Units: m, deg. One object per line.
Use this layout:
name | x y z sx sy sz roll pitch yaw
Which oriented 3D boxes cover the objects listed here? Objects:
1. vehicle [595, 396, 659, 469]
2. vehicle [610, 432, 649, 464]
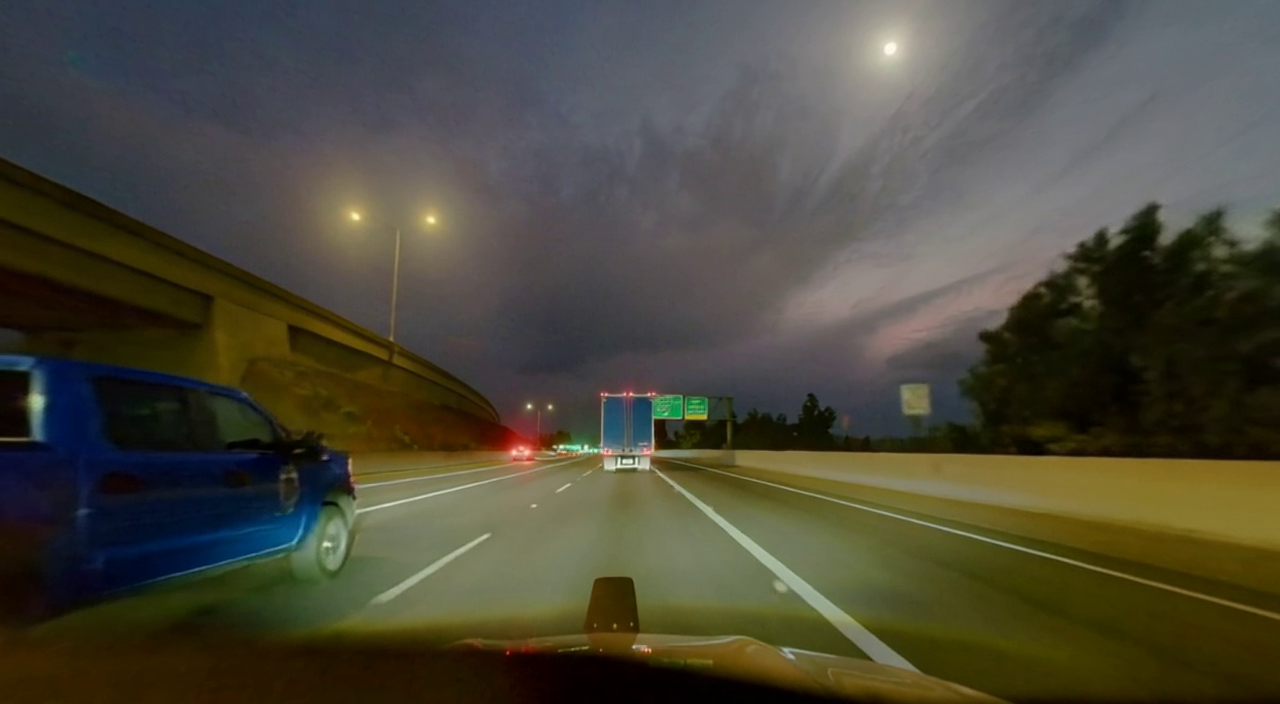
vehicle | -0.697 5.033 38.158 3.233 3.678 11.032 1 -9 0
vehicle | -0.605 5.389 35.526 2.052 1.666 4.358 1 -9 -2
